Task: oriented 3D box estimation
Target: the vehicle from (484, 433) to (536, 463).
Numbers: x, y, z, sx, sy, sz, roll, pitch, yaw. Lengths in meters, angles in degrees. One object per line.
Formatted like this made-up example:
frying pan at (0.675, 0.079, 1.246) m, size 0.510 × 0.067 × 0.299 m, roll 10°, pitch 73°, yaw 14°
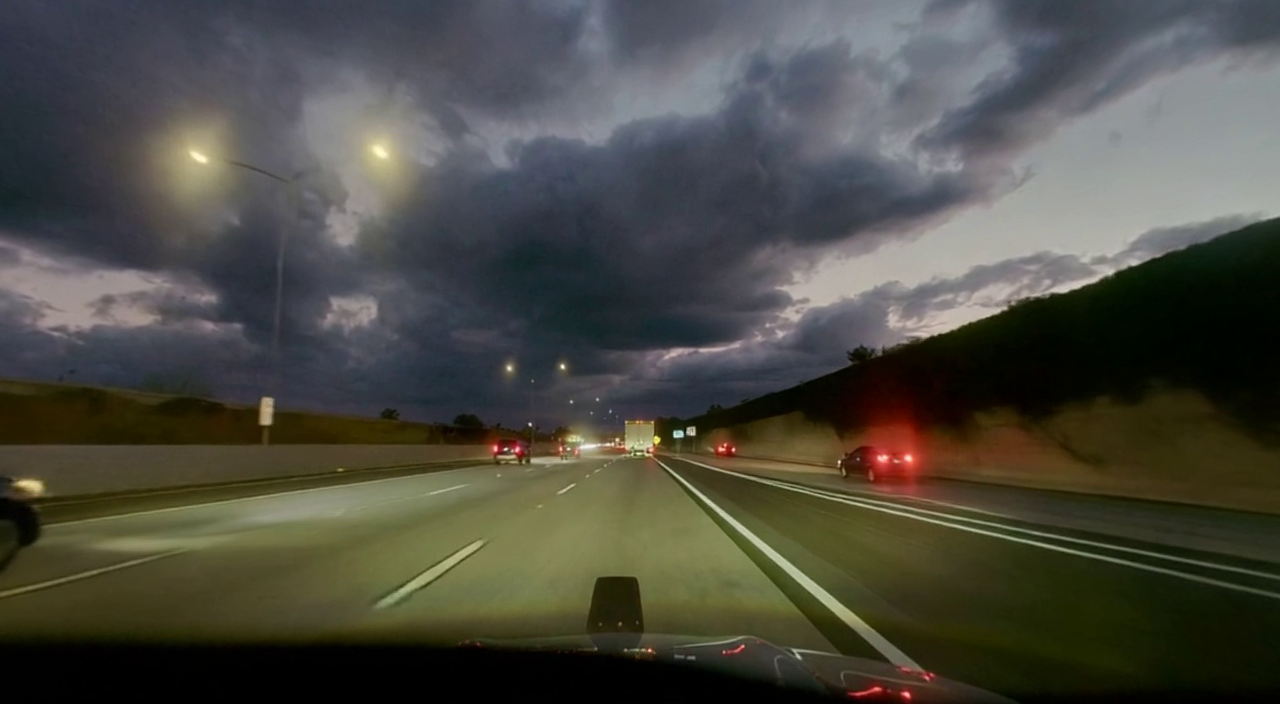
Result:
vehicle at (-9.909, 7.403, 48.636) m, size 2.571 × 2.169 × 6.443 m, roll 0°, pitch -9°, yaw 1°

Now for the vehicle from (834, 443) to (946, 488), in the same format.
vehicle at (9.278, 4.238, 23.865) m, size 2.075 × 1.510 × 4.569 m, roll 1°, pitch -9°, yaw -5°
